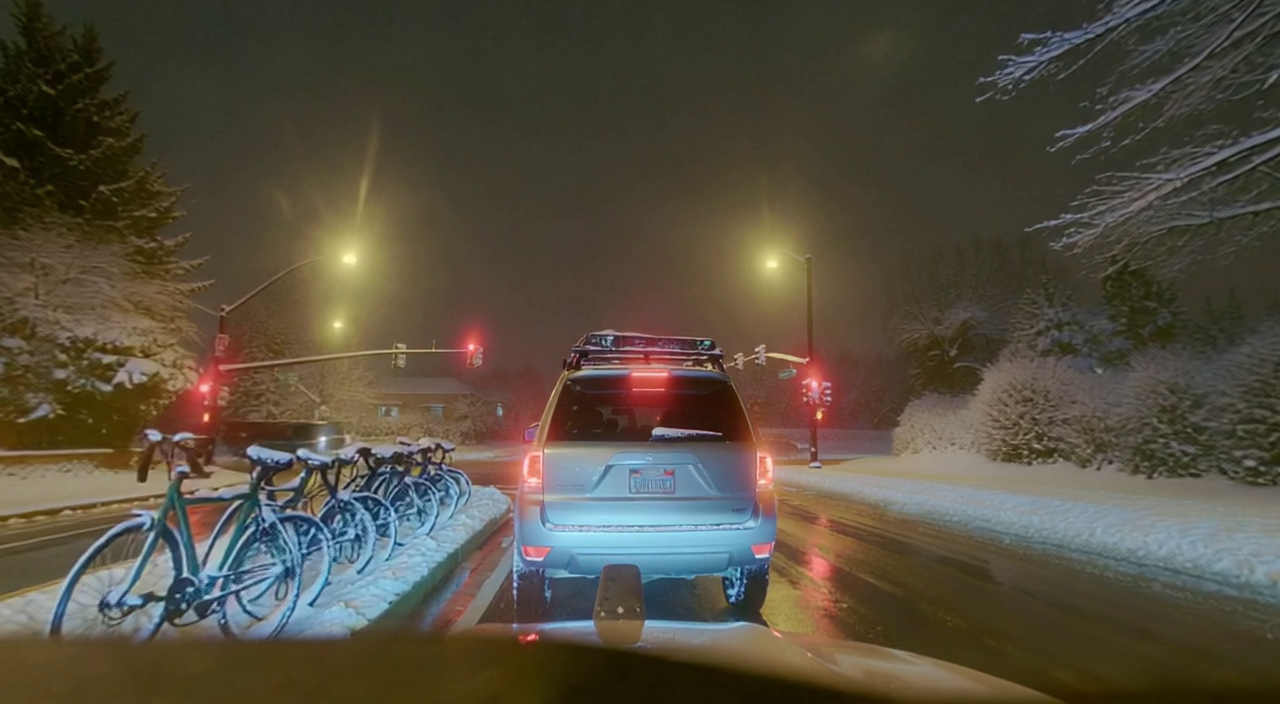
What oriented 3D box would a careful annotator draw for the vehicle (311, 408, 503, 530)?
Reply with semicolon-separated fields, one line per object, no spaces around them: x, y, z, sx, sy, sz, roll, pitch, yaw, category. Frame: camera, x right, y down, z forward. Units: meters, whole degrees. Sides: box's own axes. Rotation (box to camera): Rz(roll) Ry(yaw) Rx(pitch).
-4.207;2.224;12.598;2.337;1.858;5.409;1;-9;-7;vehicle

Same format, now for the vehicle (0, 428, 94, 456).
-35.752;5.421;38.030;3.926;1.536;1.731;0;-8;-9;vehicle

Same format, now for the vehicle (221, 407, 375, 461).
-22.060;5.375;41.204;8.040;3.335;3.070;1;-9;-7;vehicle

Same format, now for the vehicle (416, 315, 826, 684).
-0.249;1.158;6.005;2.333;2.087;4.586;1;-8;-4;vehicle
